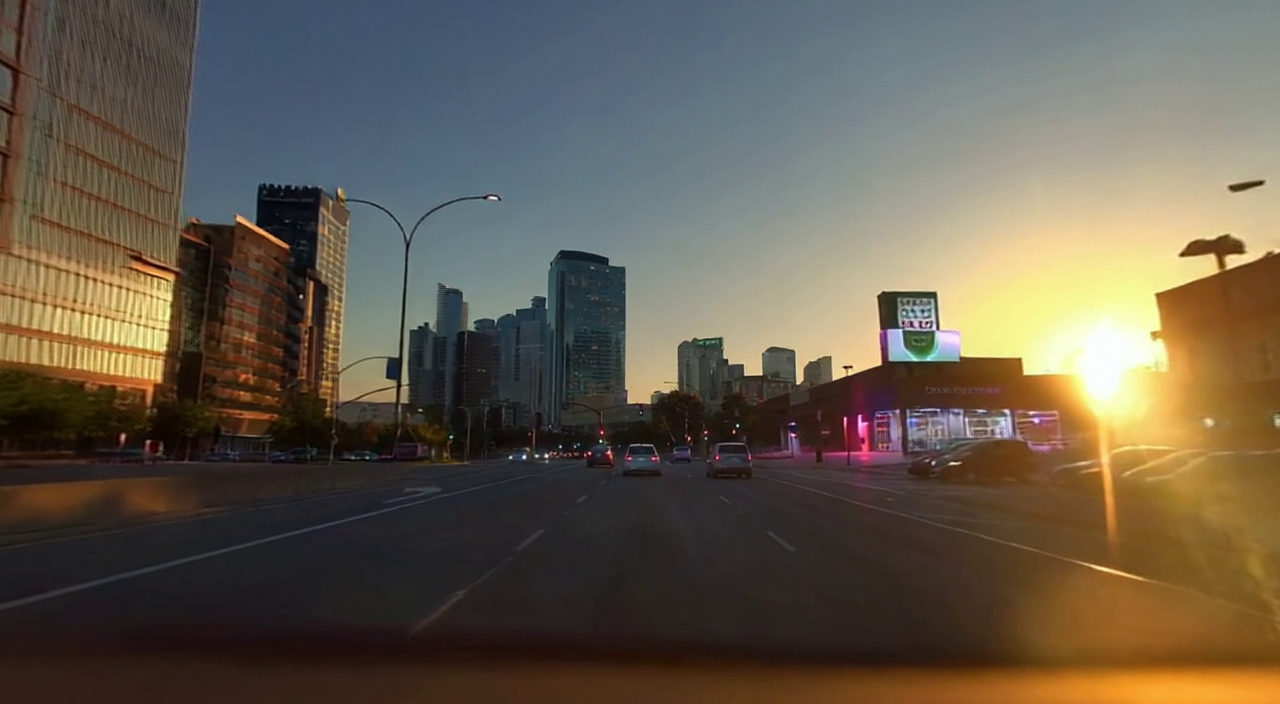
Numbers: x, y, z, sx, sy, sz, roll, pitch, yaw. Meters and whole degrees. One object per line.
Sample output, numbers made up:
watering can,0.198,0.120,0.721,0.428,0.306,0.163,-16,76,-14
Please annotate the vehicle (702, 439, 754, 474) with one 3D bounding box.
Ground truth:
vehicle,4.487,5.382,32.685,2.007,1.683,4.171,0,-8,-1

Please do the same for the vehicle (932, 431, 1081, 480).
vehicle,14.897,4.245,25.853,4.775,1.728,1.996,-2,-9,-1

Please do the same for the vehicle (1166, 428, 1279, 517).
vehicle,13.898,2.573,13.950,4.654,1.692,1.955,5,-10,-32

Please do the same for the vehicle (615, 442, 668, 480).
vehicle,0.078,4.592,26.890,2.059,1.477,3.988,0,-8,1
